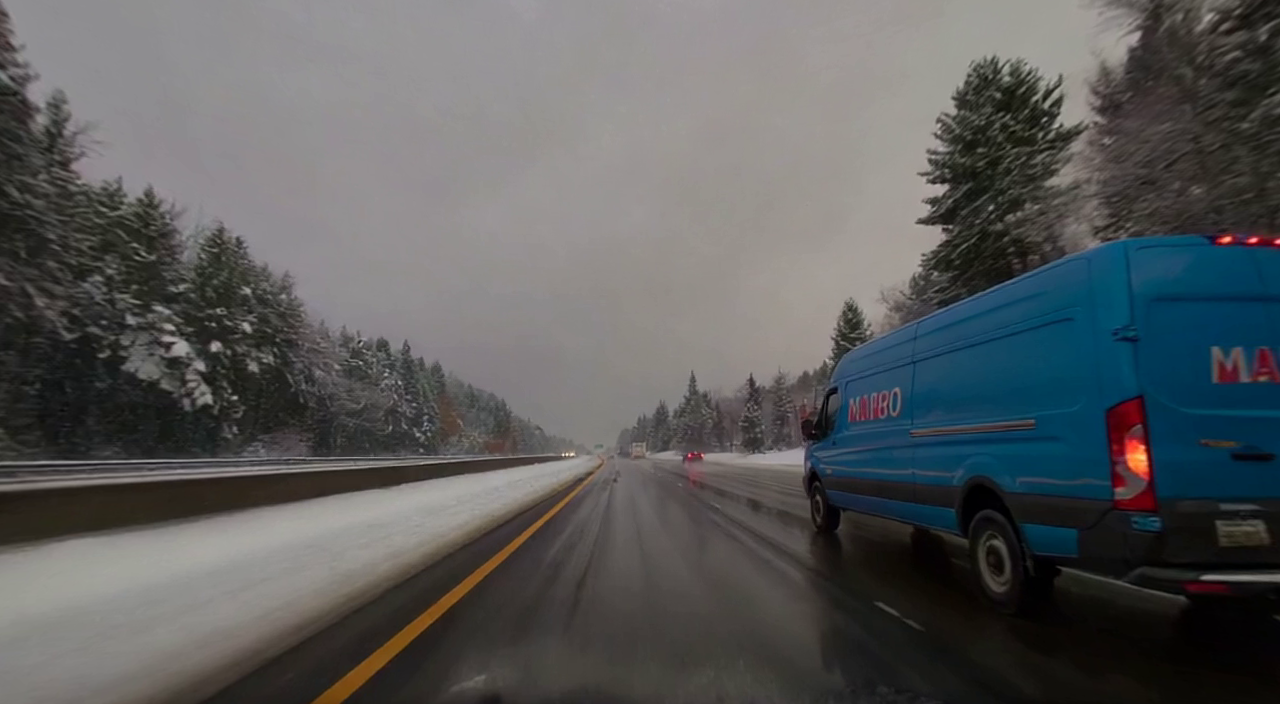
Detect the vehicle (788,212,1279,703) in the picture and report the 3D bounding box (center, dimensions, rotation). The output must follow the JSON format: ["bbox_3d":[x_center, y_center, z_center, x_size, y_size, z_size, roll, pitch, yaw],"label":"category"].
[{"bbox_3d":[3.804,1.086,7.002,2.355,2.664,7.367,0,-9,-1],"label":"vehicle"}]
